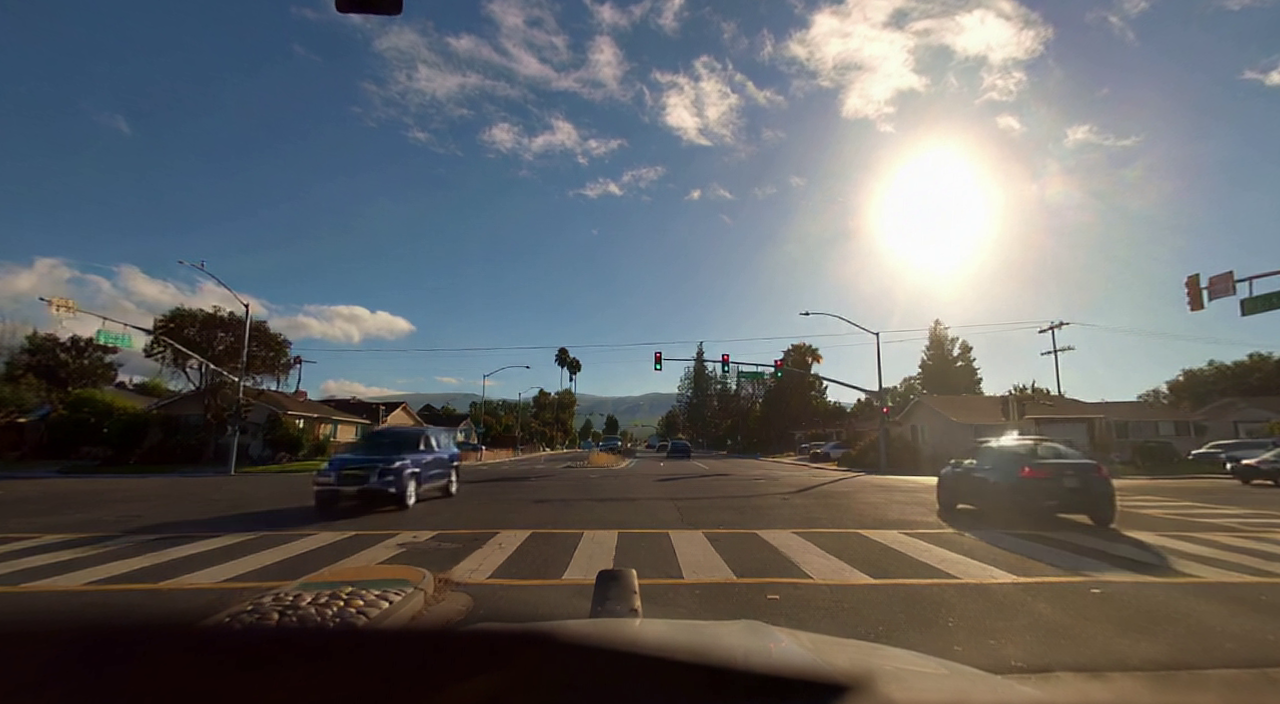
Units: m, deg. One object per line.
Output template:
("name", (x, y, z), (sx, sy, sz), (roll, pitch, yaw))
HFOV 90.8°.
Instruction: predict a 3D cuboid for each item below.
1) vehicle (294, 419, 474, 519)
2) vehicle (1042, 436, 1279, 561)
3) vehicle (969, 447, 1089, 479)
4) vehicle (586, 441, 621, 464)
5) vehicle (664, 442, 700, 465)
("vehicle", (-4.983, 2.336, 13.063), (2.025, 1.704, 4.104), (0, -9, -1))
("vehicle", (7.995, 2.123, 10.019), (1.961, 1.494, 4.438), (-4, -9, 23))
("vehicle", (19.748, 5.632, 32.224), (4.874, 1.544, 1.779), (0, -9, 1))
("vehicle", (-2.381, 6.710, 42.283), (2.045, 1.484, 3.991), (0, -9, 0))
("vehicle", (2.752, 6.760, 42.324), (1.947, 1.467, 4.455), (0, -9, -1))
